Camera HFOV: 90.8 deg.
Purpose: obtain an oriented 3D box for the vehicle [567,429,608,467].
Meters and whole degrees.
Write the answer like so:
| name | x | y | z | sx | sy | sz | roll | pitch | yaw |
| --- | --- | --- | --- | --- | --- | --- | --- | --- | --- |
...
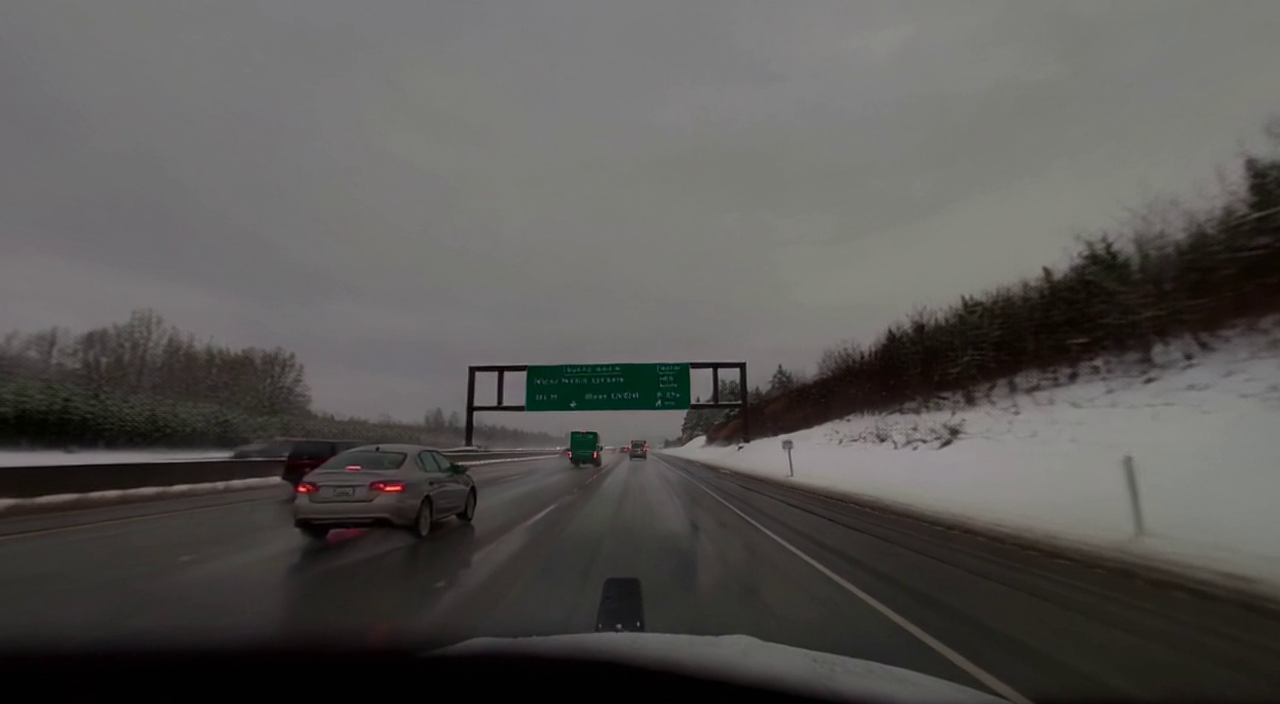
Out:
| name | x | y | z | sx | sy | sz | roll | pitch | yaw |
| --- | --- | --- | --- | --- | --- | --- | --- | --- | --- |
| vehicle | -3.568 | 6.660 | 43.633 | 2.290 | 2.453 | 5.561 | 0 | -9 | 1 |

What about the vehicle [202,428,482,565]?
| name | x | y | z | sx | sy | sz | roll | pitch | yaw |
| --- | --- | --- | --- | --- | --- | --- | --- | --- | --- |
| vehicle | -3.675 | 1.846 | 8.733 | 1.924 | 1.436 | 3.915 | 0 | -9 | 1 |
